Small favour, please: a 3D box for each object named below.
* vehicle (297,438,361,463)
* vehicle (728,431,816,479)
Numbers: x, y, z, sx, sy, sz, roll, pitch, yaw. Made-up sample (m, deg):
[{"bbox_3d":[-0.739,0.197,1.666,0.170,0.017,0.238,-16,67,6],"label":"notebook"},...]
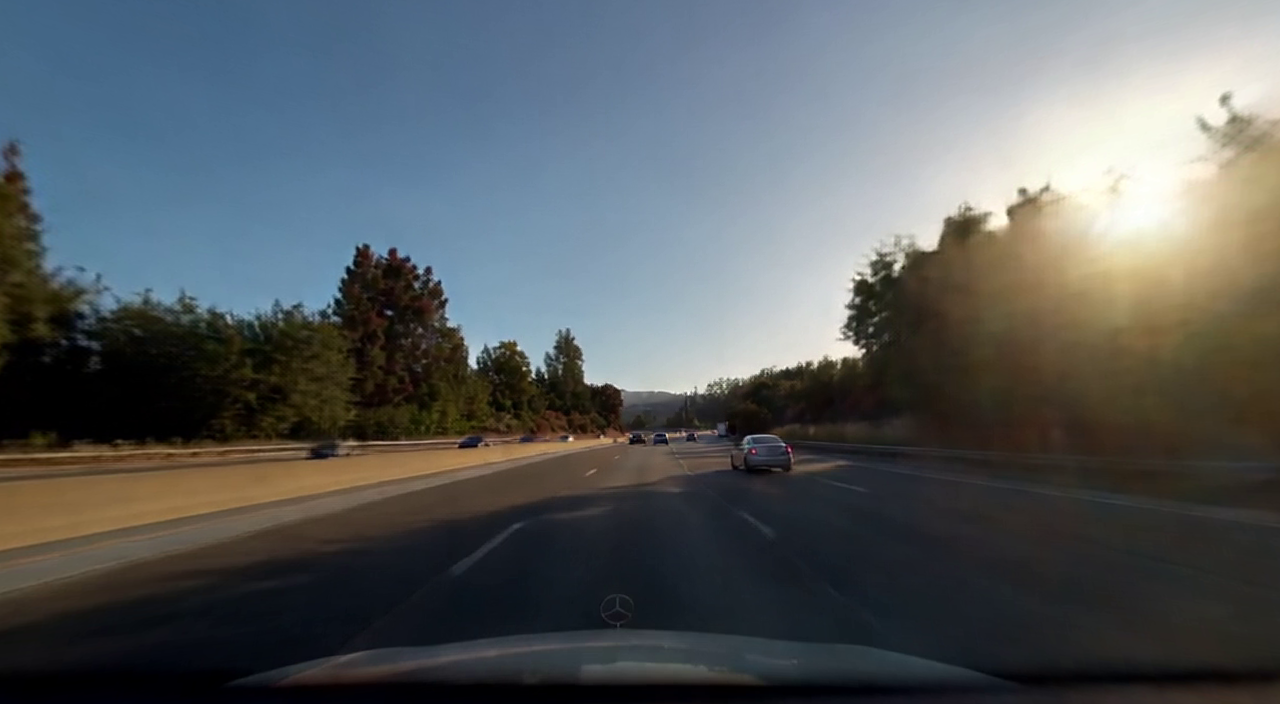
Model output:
[{"bbox_3d":[-19.631,6.192,39.850,1.882,1.495,4.059,0,-8,2],"label":"vehicle"},{"bbox_3d":[4.312,3.430,21.308,1.982,1.452,4.294,0,-8,-1],"label":"vehicle"}]
